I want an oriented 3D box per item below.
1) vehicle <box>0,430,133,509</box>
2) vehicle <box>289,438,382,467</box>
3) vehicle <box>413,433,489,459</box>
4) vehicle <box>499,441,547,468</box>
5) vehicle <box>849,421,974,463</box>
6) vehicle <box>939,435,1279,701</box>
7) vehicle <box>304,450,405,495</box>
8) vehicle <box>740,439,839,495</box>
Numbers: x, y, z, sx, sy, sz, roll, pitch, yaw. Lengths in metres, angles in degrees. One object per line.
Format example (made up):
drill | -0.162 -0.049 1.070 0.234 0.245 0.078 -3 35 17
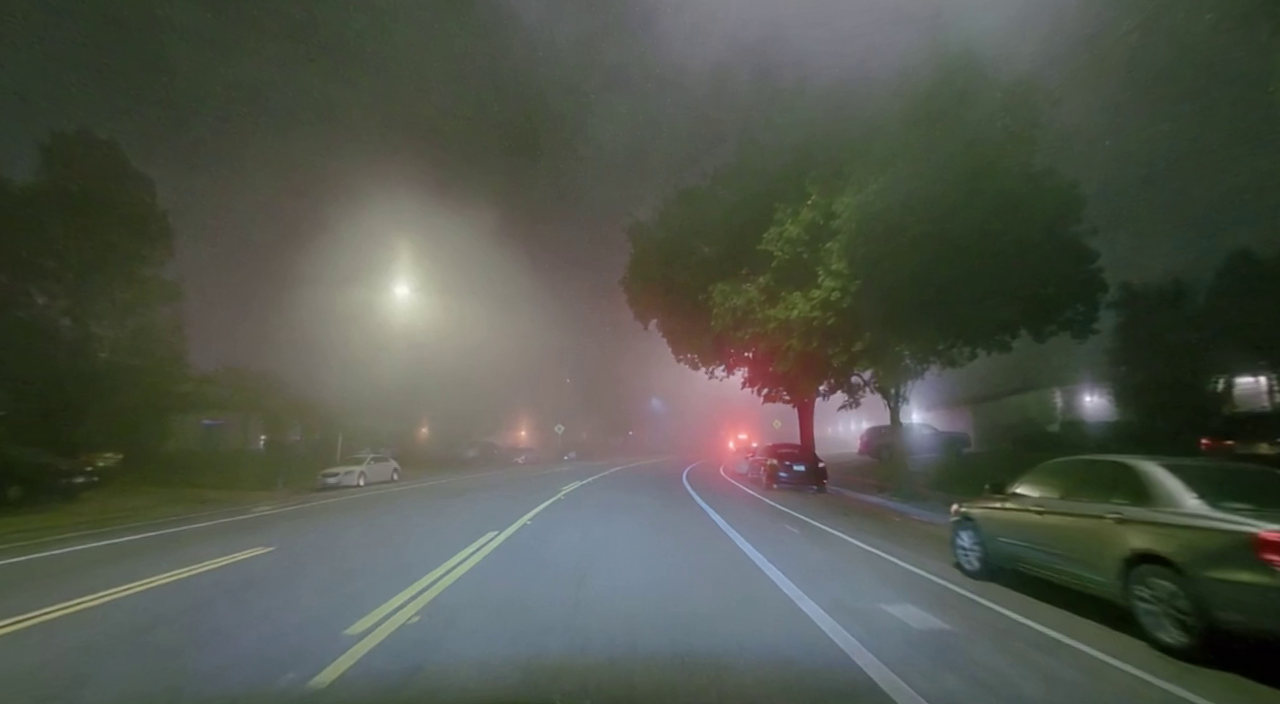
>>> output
vehicle | -18.357 3.201 17.602 6.258 2.005 2.256 1 -7 -2
vehicle | -18.546 6.107 38.435 4.610 1.714 2.160 -1 -9 10
vehicle | -14.725 7.337 49.131 5.192 1.915 2.200 -1 -8 10
vehicle | -8.579 7.538 46.423 2.105 1.776 4.657 -4 -9 8
vehicle | 13.358 4.452 31.286 5.216 1.972 2.122 -1 -7 4
vehicle | 4.489 1.486 5.097 2.006 1.440 4.248 5 -8 -1
vehicle | -11.369 4.800 25.365 2.091 1.461 4.058 -5 -9 2
vehicle | 4.478 3.487 19.606 1.996 1.466 4.458 2 -8 0
